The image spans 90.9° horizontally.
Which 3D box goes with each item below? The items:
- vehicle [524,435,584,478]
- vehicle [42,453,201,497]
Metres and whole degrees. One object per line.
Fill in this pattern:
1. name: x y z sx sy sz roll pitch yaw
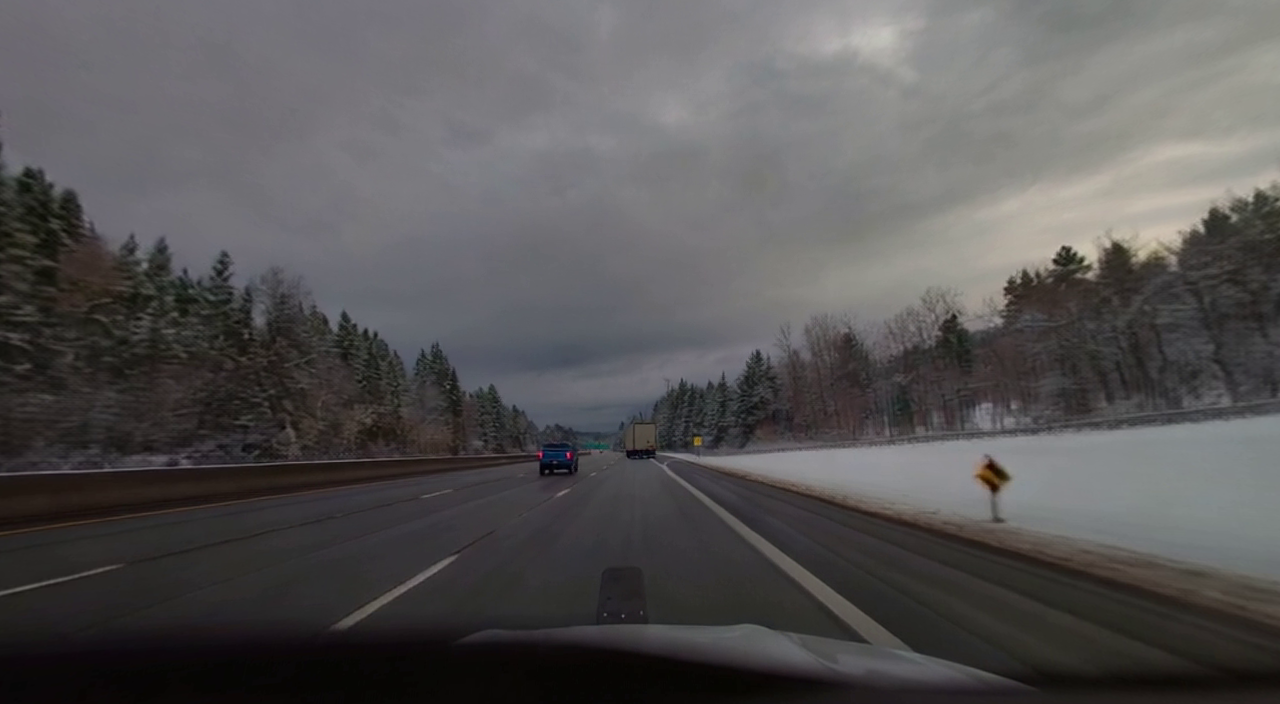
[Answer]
1. vehicle: -4.063 5.081 30.715 2.124 1.888 5.226 0 -9 0
2. vehicle: -20.764 4.921 25.652 1.868 1.549 5.416 0 -9 0
